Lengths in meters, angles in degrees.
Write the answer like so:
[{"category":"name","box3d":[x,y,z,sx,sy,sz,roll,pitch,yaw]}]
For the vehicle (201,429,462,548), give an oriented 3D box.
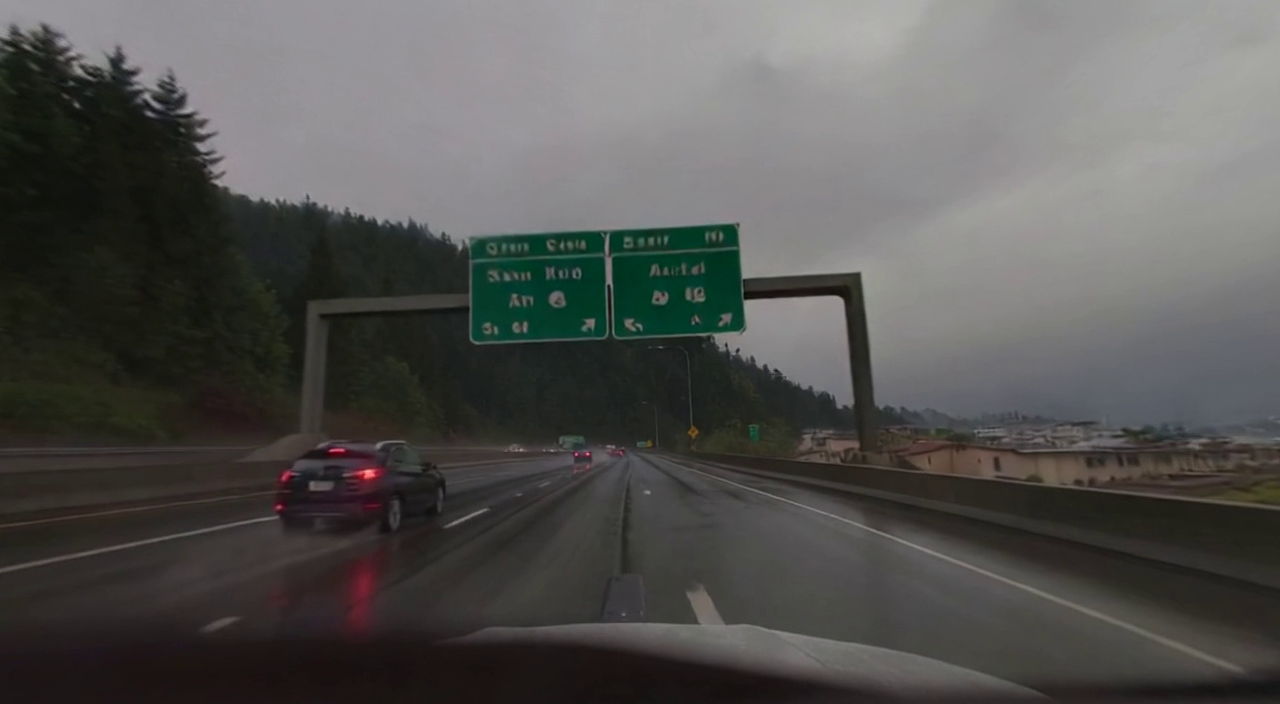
[{"category":"vehicle","box3d":[-4.803,2.199,10.890,2.065,1.551,4.889,0,-9,-1]}]
